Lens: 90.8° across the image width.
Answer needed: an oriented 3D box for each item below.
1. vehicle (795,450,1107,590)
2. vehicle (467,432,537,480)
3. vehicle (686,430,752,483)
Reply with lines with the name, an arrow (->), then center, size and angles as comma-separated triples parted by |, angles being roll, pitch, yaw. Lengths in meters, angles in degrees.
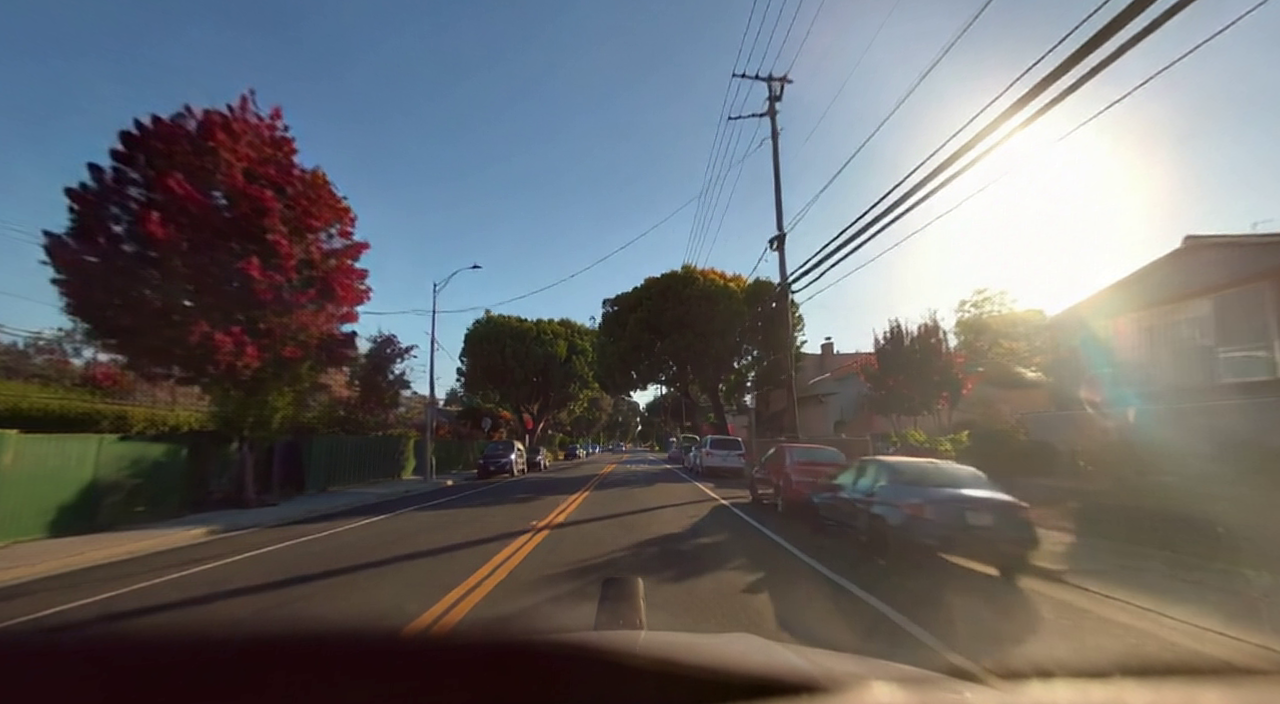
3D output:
vehicle -> 3.580, 1.977, 8.319 | 1.984, 1.342, 4.066 | 0, -9, -1
vehicle -> -6.723, 5.103, 31.431 | 2.268, 2.154, 5.321 | 0, -8, 0
vehicle -> 3.255, 4.462, 27.271 | 2.053, 2.005, 5.495 | 0, -9, -1
